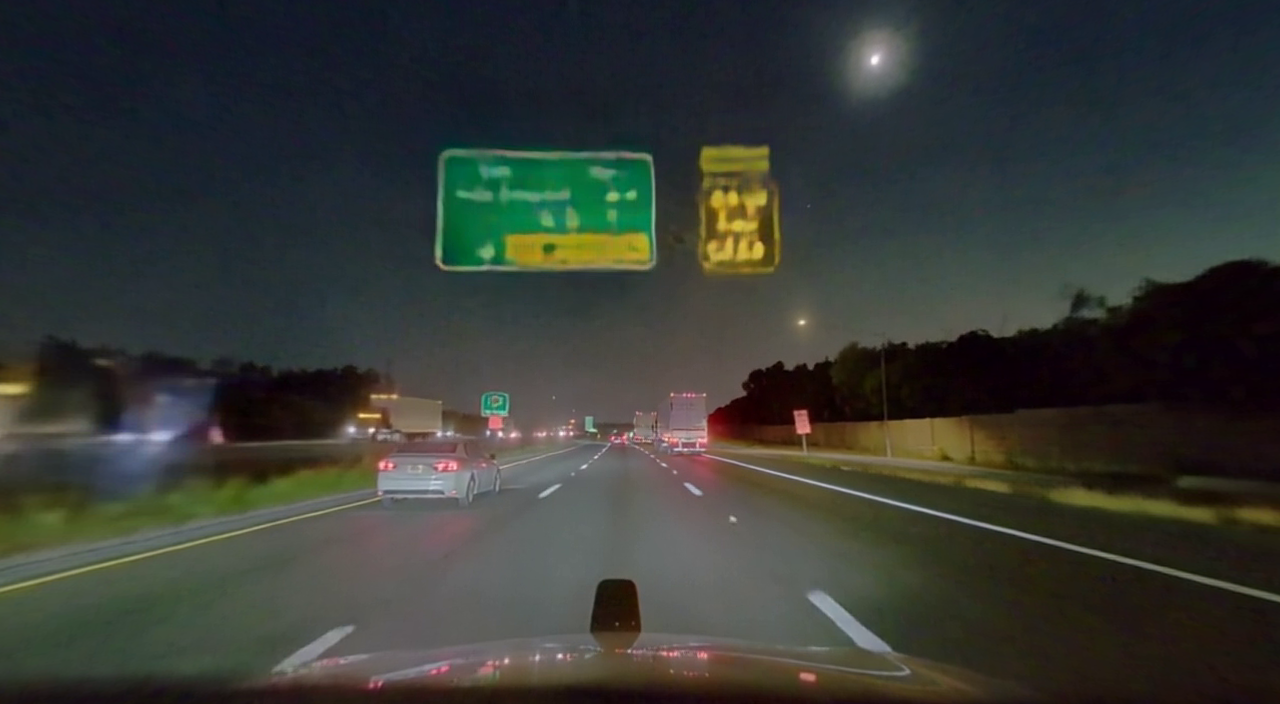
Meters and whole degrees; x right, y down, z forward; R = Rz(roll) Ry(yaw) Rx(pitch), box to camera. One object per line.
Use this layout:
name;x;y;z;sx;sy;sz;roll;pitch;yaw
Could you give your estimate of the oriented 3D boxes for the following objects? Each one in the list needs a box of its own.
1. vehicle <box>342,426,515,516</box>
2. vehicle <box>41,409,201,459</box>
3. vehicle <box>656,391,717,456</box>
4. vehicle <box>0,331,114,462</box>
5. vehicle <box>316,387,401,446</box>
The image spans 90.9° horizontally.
vehicle;-3.894;2.240;12.527;1.971;1.444;4.401;0;-8;-1
vehicle;-16.425;2.645;20.249;1.765;1.429;3.982;0;-8;-1
vehicle;3.116;5.423;46.827;3.241;4.042;14.292;0;-7;-1
vehicle;-20.052;1.420;19.258;2.925;3.762;5.701;0;-8;-1
vehicle;-19.893;4.706;45.017;3.132;3.870;5.926;2;-8;0
